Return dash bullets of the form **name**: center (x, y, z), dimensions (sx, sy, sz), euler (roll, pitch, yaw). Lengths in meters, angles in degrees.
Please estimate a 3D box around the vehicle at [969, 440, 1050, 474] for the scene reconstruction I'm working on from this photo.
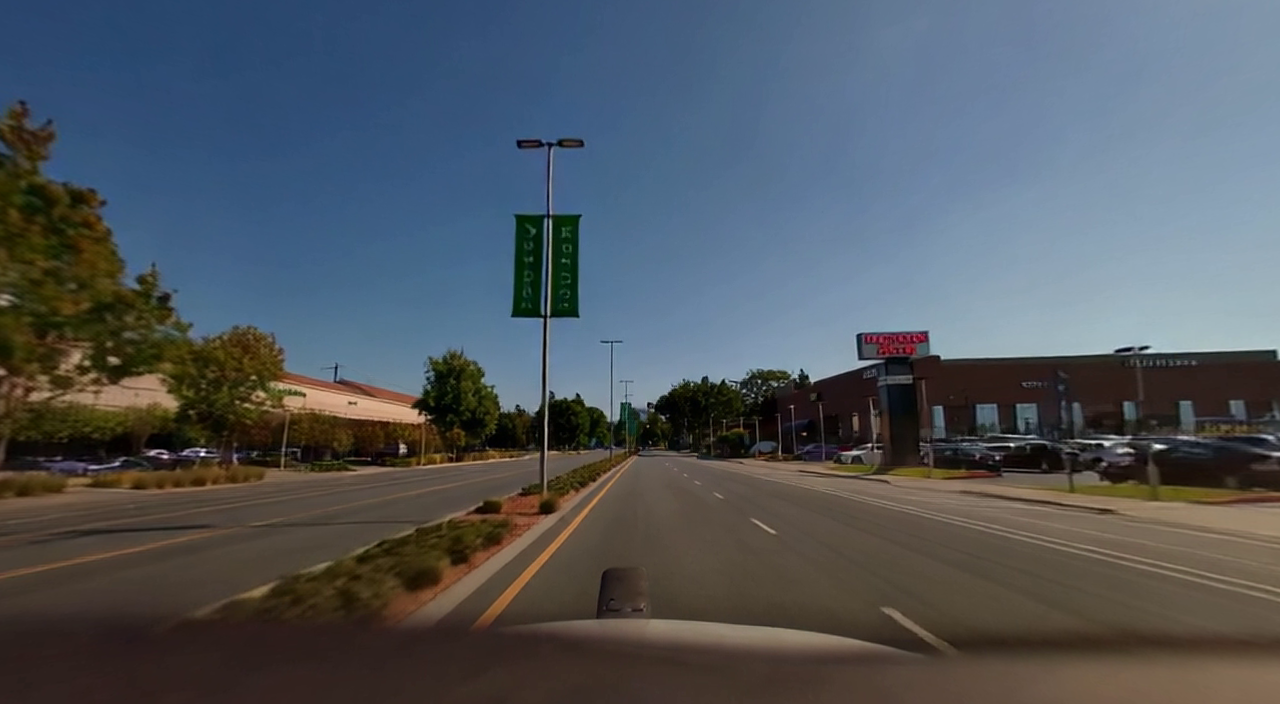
- **vehicle**: center (19.654, 5.548, 33.737), dimensions (1.859, 1.643, 4.091), euler (-1, -7, 1)

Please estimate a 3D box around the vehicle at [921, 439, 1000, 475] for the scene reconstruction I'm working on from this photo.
- **vehicle**: center (17.129, 5.592, 33.959), dimensions (1.882, 1.699, 4.367), euler (-2, -8, -1)

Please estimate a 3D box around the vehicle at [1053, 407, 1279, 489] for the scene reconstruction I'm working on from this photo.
- **vehicle**: center (17.893, 3.334, 21.797), dimensions (2.379, 2.423, 5.418), euler (5, -10, -25)
